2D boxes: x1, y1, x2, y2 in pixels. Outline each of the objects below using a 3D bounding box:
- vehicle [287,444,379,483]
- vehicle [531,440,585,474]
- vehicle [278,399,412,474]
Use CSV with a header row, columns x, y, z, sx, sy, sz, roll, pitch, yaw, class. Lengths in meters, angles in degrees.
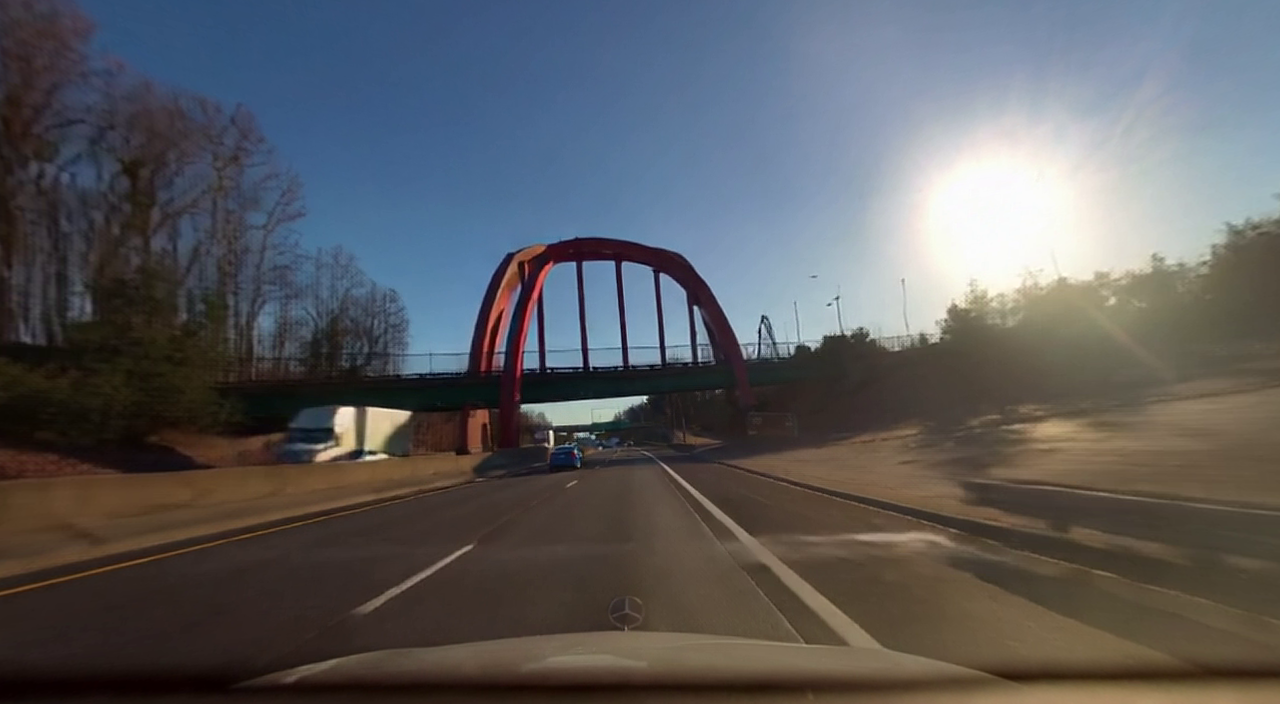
x,y,z,sx,sy,sz,roll,pitch,yaw,class
-13.303,4.816,27.483,1.872,1.535,4.138,0,-9,1,vehicle
-3.951,5.162,31.136,2.052,1.556,4.405,0,-8,0,vehicle
-16.728,5.023,36.747,2.995,3.794,9.786,0,-9,0,vehicle
